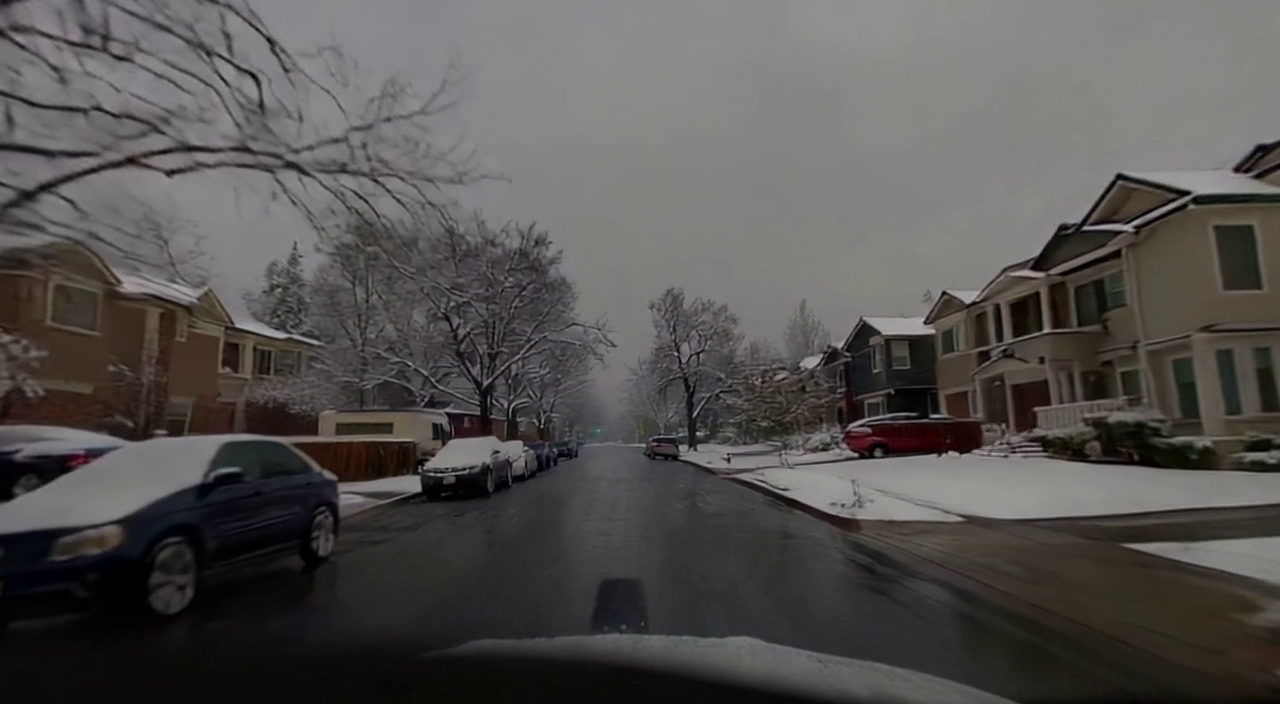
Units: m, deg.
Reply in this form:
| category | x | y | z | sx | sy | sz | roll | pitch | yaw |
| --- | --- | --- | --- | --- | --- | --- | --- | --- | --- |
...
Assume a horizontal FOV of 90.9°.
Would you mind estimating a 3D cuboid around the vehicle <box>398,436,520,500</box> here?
| category | x | y | z | sx | sy | sz | roll | pitch | yaw |
| --- | --- | --- | --- | --- | --- | --- | --- | --- | --- |
| vehicle | -4.846 | 3.158 | 17.679 | 2.086 | 1.493 | 4.582 | -1 | -8 | 0 |

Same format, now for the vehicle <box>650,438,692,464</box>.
| category | x | y | z | sx | sy | sz | roll | pitch | yaw |
| --- | --- | --- | --- | --- | --- | --- | --- | --- | --- |
| vehicle | 1.845 | 6.065 | 38.917 | 2.000 | 1.456 | 5.251 | 1 | -8 | -4 |

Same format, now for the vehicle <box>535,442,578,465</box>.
| category | x | y | z | sx | sy | sz | roll | pitch | yaw |
| --- | --- | --- | --- | --- | --- | --- | --- | --- | --- |
| vehicle | -5.092 | 6.203 | 38.885 | 1.995 | 1.330 | 4.080 | 0 | -8 | 1 |

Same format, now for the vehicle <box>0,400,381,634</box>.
| category | x | y | z | sx | sy | sz | roll | pitch | yaw |
| --- | --- | --- | --- | --- | --- | --- | --- | --- | --- |
| vehicle | -4.671 | 1.548 | 6.857 | 1.974 | 1.664 | 4.539 | 0 | -9 | -3 |
